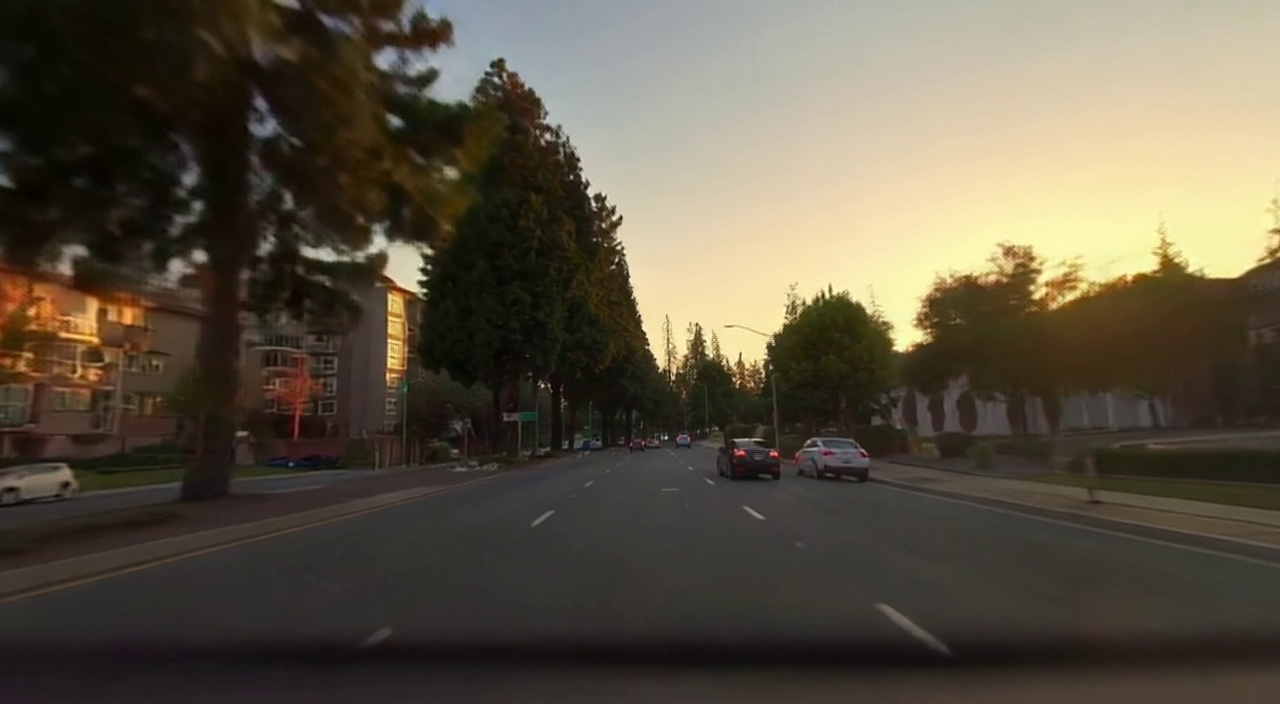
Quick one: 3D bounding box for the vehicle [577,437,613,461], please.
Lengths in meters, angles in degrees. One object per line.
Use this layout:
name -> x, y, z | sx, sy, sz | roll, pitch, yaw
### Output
vehicle -> -3.000, 6.604, 42.924 | 2.049, 1.485, 4.656 | 0, -8, 1

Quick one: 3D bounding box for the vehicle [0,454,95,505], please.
vehicle -> -22.603, 4.527, 22.509 | 1.883, 1.671, 4.779 | 0, -8, 1

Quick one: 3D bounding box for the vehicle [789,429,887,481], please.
vehicle -> 7.210, 3.801, 23.558 | 2.121, 1.727, 4.789 | 0, -8, 0

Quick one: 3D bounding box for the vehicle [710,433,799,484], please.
vehicle -> 3.679, 3.531, 21.153 | 2.128, 1.502, 4.572 | 0, -8, 0
